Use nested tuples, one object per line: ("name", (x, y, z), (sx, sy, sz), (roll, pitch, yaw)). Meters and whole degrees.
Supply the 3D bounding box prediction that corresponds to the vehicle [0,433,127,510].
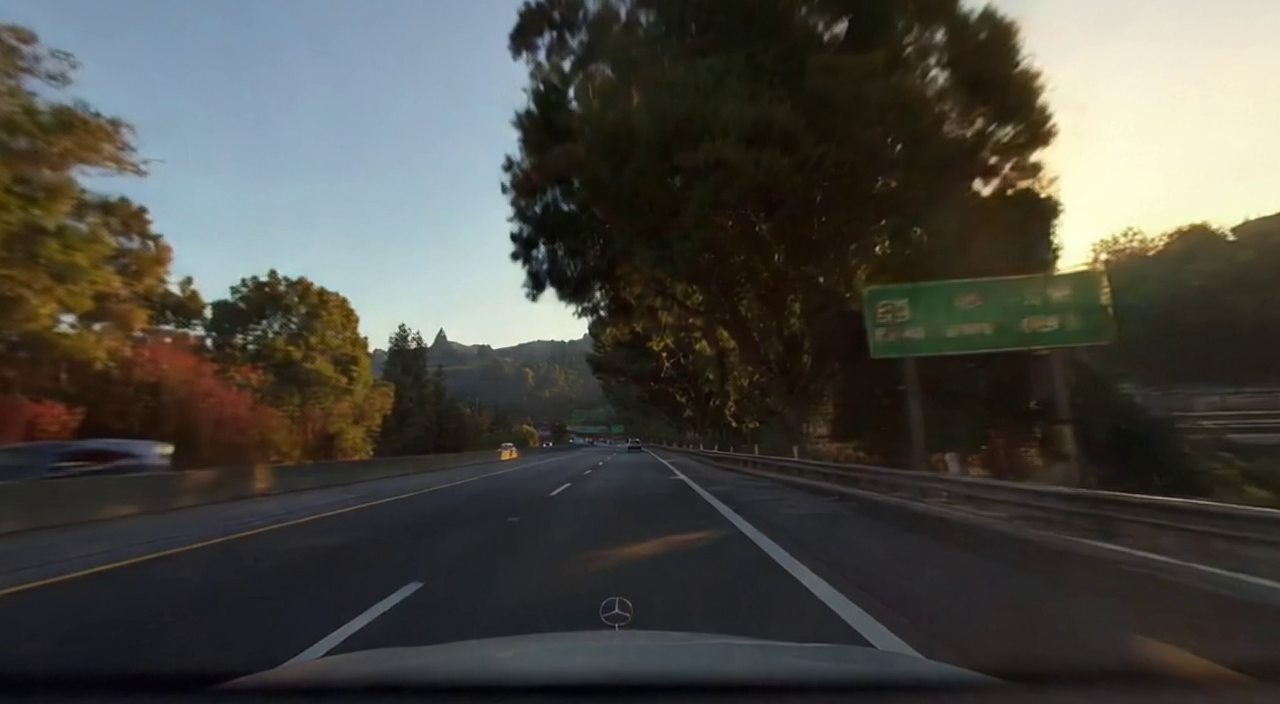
("vehicle", (-13.323, 2.441, 13.040), (2.049, 1.467, 3.924), (0, -8, 0))
